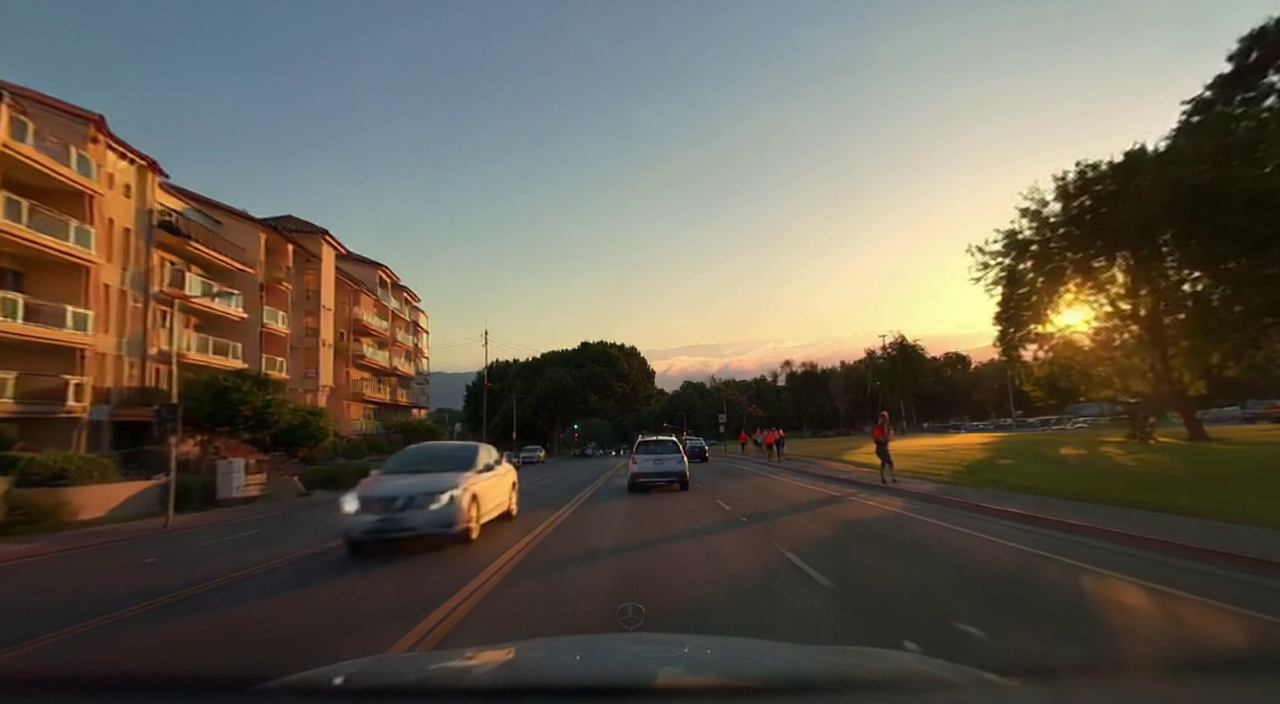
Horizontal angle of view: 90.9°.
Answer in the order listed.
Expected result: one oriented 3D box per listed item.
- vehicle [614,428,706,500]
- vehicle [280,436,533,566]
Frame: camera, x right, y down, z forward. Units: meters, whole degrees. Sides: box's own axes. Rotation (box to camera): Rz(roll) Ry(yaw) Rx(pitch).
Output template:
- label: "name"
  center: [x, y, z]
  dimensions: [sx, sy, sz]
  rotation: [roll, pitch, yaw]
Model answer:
- label: "vehicle"
  center: [0.457, 2.908, 16.690]
  dimensions: [2.132, 1.632, 3.838]
  rotation: [0, -9, 0]
- label: "vehicle"
  center: [-3.040, 2.032, 9.372]
  dimensions: [2.104, 1.455, 4.199]
  rotation: [-1, -9, 1]
